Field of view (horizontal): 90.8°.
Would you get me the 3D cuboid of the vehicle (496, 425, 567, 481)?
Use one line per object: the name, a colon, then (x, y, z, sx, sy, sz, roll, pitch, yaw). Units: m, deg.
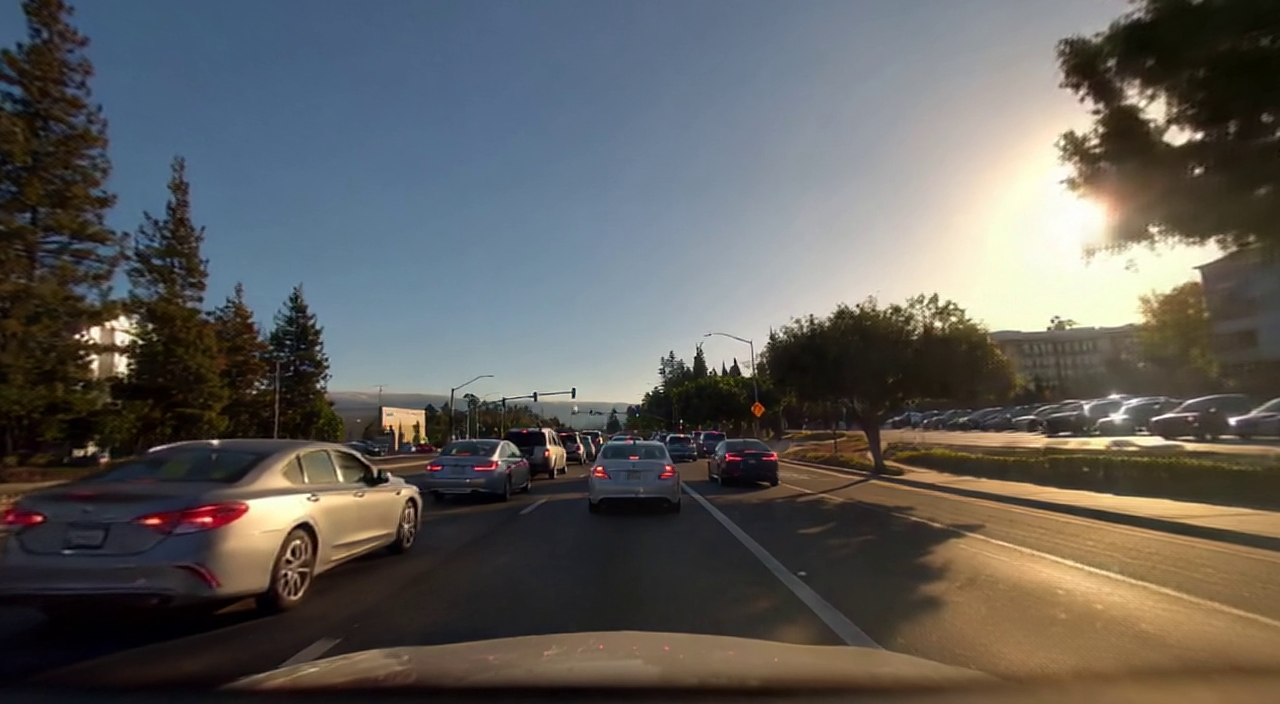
vehicle: (-3.971, 3.787, 23.875, 2.054, 1.881, 4.469, 0, -8, -2)

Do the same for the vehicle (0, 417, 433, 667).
vehicle: (-3.731, 1.461, 6.013, 2.052, 1.475, 4.341, 0, -8, 0)

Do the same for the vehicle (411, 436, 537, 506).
vehicle: (-3.864, 2.839, 15.538, 1.985, 1.467, 4.224, 0, -8, 0)

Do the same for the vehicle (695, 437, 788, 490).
vehicle: (3.016, 3.408, 19.744, 1.978, 1.452, 4.381, 0, -8, -3)

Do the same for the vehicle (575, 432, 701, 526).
vehicle: (-0.098, 2.332, 12.169, 2.007, 1.467, 4.059, 0, -8, -2)
